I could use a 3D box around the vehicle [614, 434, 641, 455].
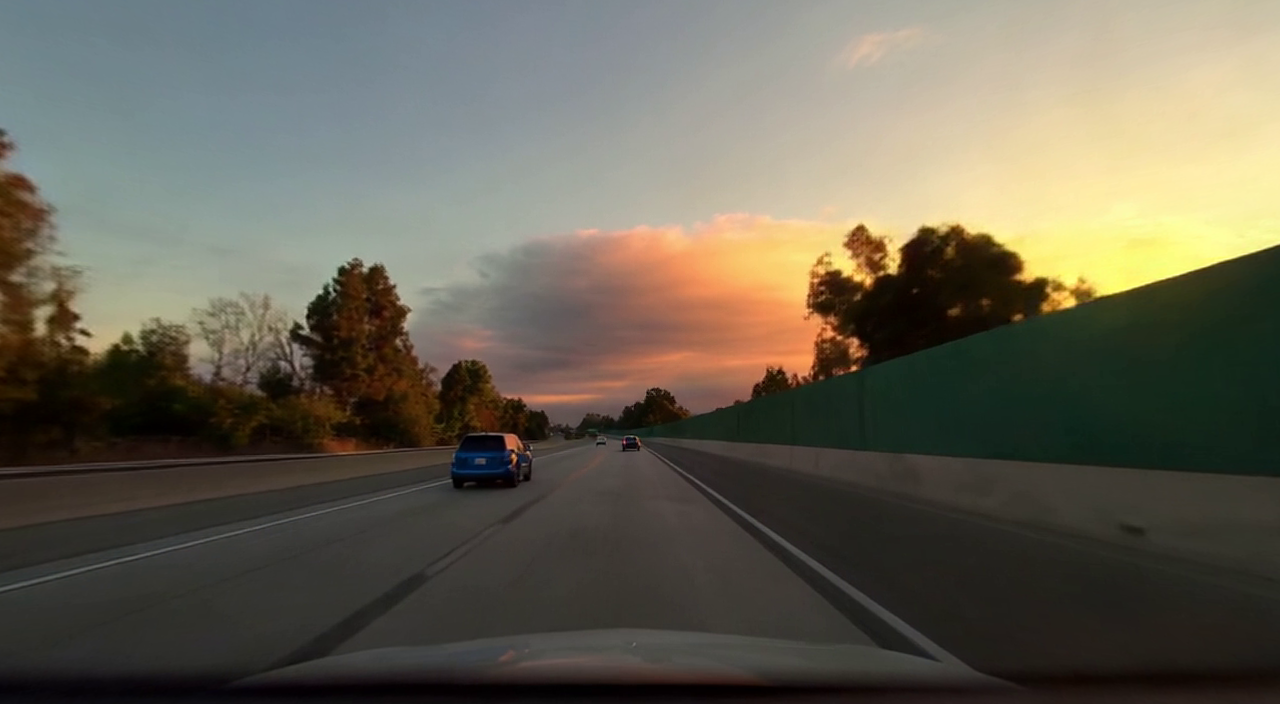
[{"bbox_3d":[-0.910,6.564,44.877,1.836,1.450,3.519,0,-8,-1],"label":"vehicle"}]

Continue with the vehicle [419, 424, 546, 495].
[{"bbox_3d":[-3.803,2.670,16.200,2.072,1.545,4.767,0,-8,0],"label":"vehicle"}]
